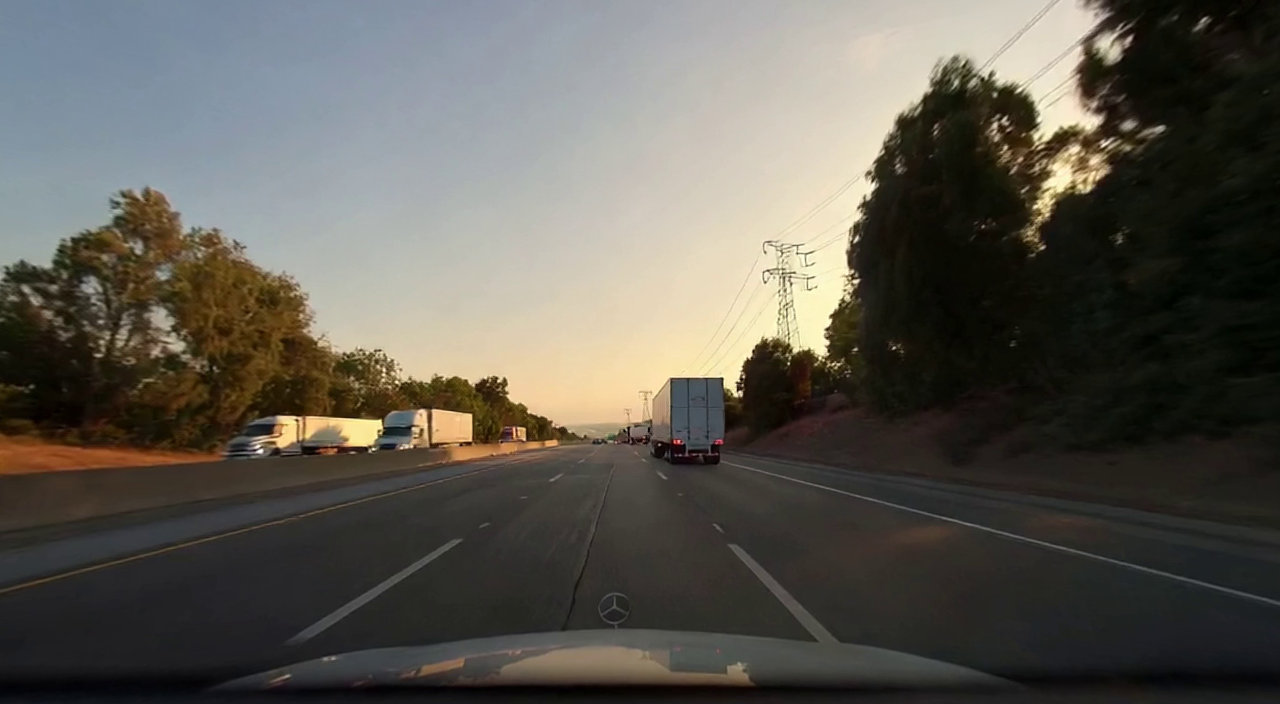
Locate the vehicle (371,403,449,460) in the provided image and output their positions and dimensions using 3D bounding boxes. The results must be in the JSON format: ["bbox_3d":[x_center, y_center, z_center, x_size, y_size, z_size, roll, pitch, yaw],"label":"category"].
[{"bbox_3d":[-16.753,5.904,46.625,3.034,3.819,7.828,0,-8,-2],"label":"vehicle"}]

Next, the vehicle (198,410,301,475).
[{"bbox_3d":[-21.036,4.898,34.263,2.856,3.327,4.179,0,-8,-2],"label":"vehicle"}]

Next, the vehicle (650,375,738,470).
[{"bbox_3d":[2.435,3.961,34.104,2.905,4.080,14.157,0,-8,-2],"label":"vehicle"}]
